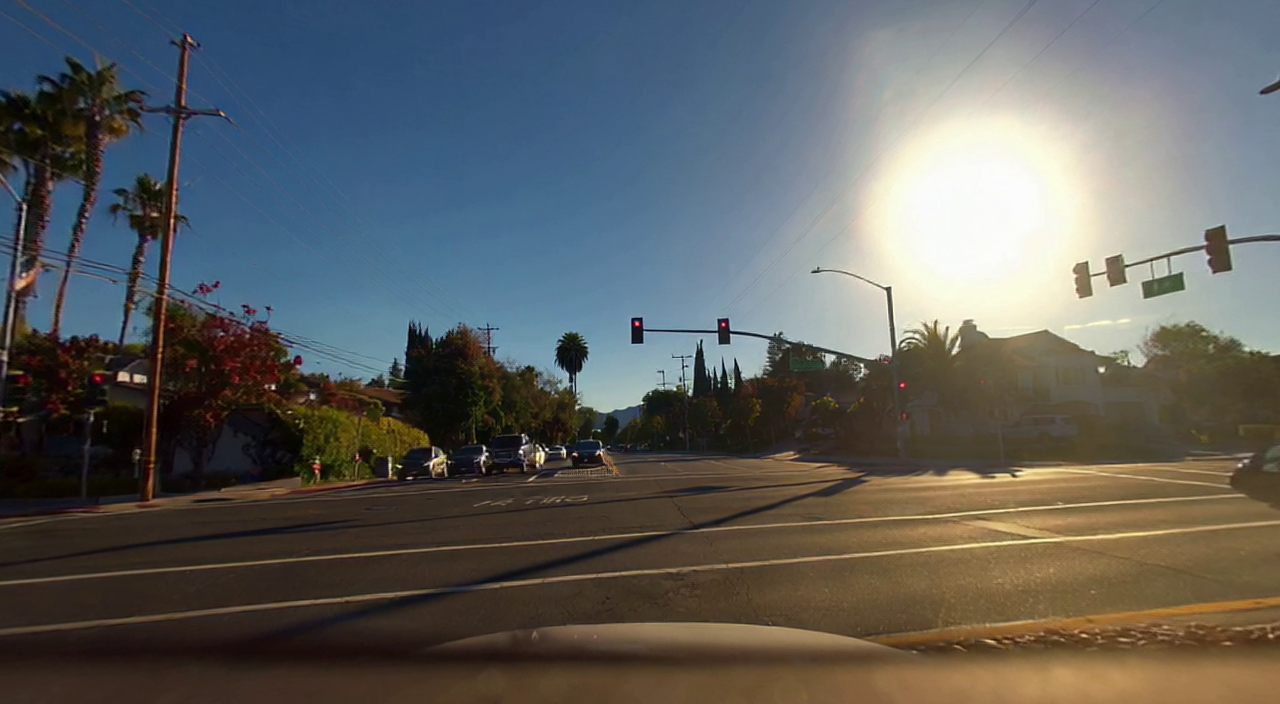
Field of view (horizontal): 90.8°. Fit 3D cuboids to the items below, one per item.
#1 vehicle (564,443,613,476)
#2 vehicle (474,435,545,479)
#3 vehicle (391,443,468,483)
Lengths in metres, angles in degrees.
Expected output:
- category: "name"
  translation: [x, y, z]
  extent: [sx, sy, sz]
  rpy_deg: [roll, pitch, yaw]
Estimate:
- category: "vehicle"
  translation: [-2.420, 5.216, 30.939]
  extent: [2.174, 1.477, 4.805]
  rpy_deg: [0, -9, -2]
- category: "vehicle"
  translation: [-6.409, 5.232, 31.782]
  extent: [2.479, 1.977, 5.254]
  rpy_deg: [0, -9, -1]
- category: "vehicle"
  translation: [-10.188, 5.384, 30.973]
  extent: [2.241, 1.819, 4.690]
  rpy_deg: [0, -9, -1]
